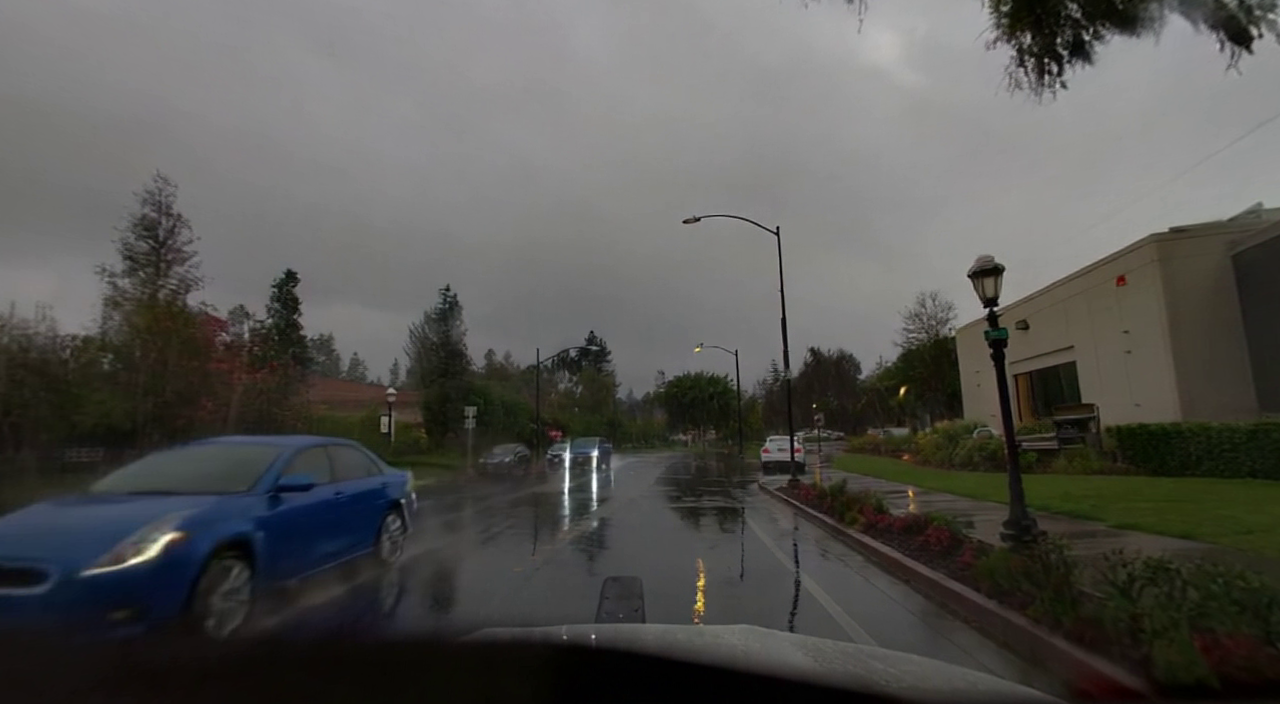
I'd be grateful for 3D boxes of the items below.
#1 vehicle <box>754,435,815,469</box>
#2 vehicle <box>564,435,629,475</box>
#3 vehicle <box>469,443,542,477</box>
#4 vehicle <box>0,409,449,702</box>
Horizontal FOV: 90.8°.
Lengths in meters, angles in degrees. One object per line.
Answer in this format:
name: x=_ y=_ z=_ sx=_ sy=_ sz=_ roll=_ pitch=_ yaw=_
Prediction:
vehicle: x=6.686 y=4.685 z=29.695 sx=1.918 sy=1.461 sz=4.419 roll=0 pitch=-8 yaw=1
vehicle: x=-1.879 y=4.678 z=28.893 sx=2.110 sy=1.651 sz=4.410 roll=-1 pitch=-9 yaw=8
vehicle: x=-6.075 y=4.933 z=29.086 sx=1.968 sy=1.443 sz=4.358 roll=-1 pitch=-9 yaw=6
vehicle: x=-3.537 y=1.408 z=5.672 sx=2.056 sy=1.508 sz=4.596 roll=-1 pitch=-9 yaw=2
